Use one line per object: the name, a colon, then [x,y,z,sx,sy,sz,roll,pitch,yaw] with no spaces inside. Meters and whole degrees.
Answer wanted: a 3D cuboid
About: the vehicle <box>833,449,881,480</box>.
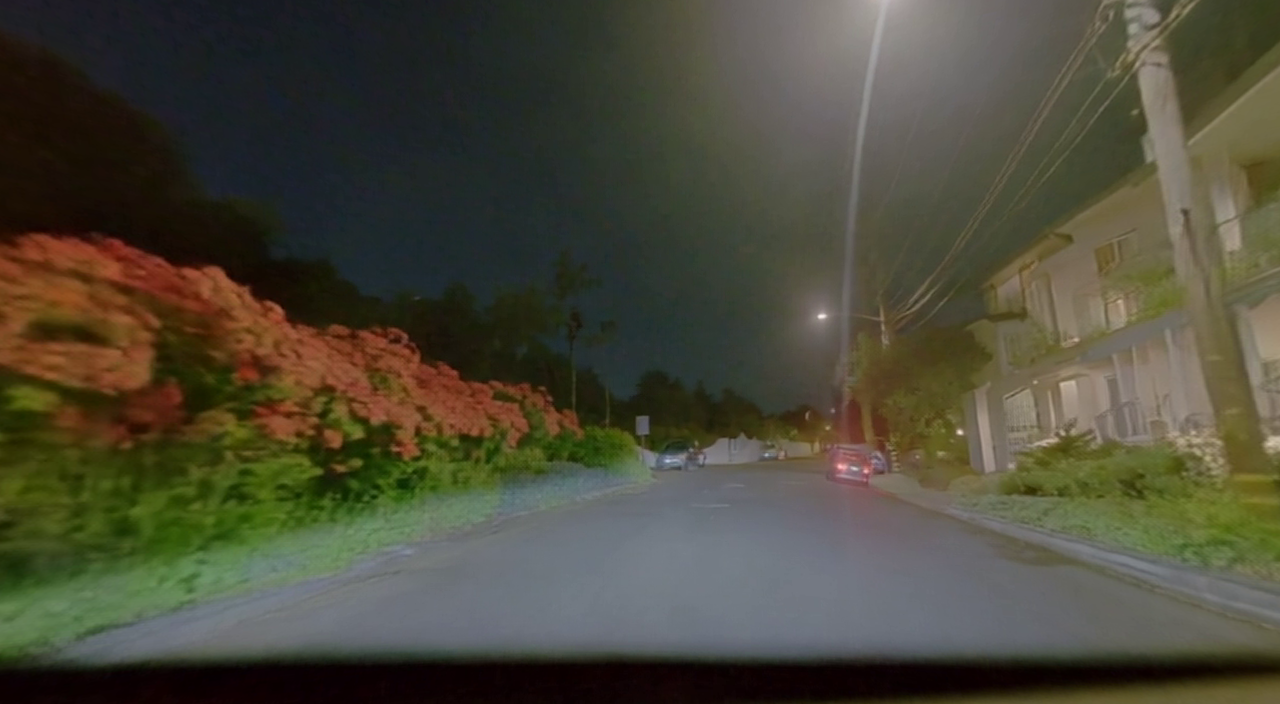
vehicle: [11.473,5.908,33.607,2.151,1.468,5.066,-3,-9,17]
